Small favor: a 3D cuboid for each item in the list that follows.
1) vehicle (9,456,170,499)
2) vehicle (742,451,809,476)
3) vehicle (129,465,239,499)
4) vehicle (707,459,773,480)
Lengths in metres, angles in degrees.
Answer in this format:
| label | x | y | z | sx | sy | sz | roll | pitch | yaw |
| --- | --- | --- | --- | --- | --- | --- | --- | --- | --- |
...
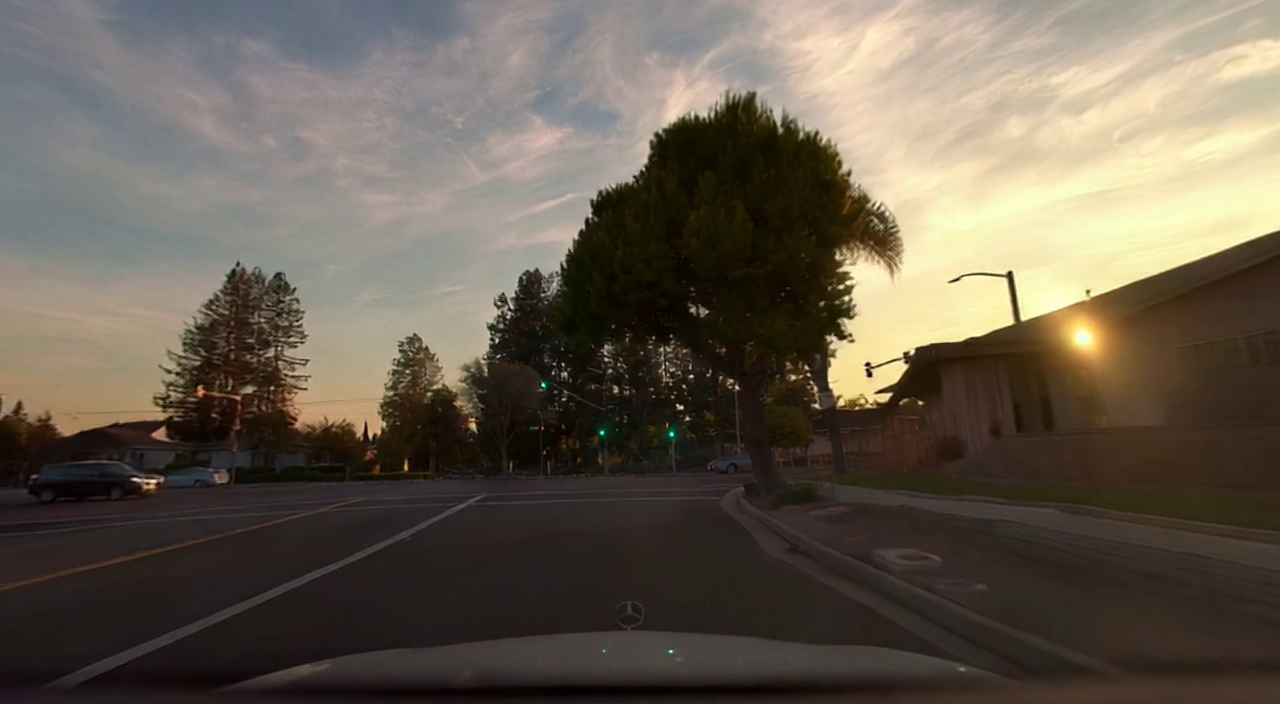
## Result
| label | x | y | z | sx | sy | sz | roll | pitch | yaw |
| --- | --- | --- | --- | --- | --- | --- | --- | --- | --- |
| vehicle | -25.345 | 5.779 | 29.227 | 5.107 | 1.749 | 2.254 | 0 | -9 | -6 |
| vehicle | 9.406 | 7.745 | 43.824 | 4.106 | 1.583 | 1.806 | 1 | -9 | -9 |
| vehicle | -26.284 | 7.485 | 36.442 | 4.664 | 1.728 | 1.959 | 0 | -9 | -6 |
| vehicle | 7.453 | 8.775 | 47.103 | 4.510 | 1.461 | 1.828 | 1 | -9 | -9 |
